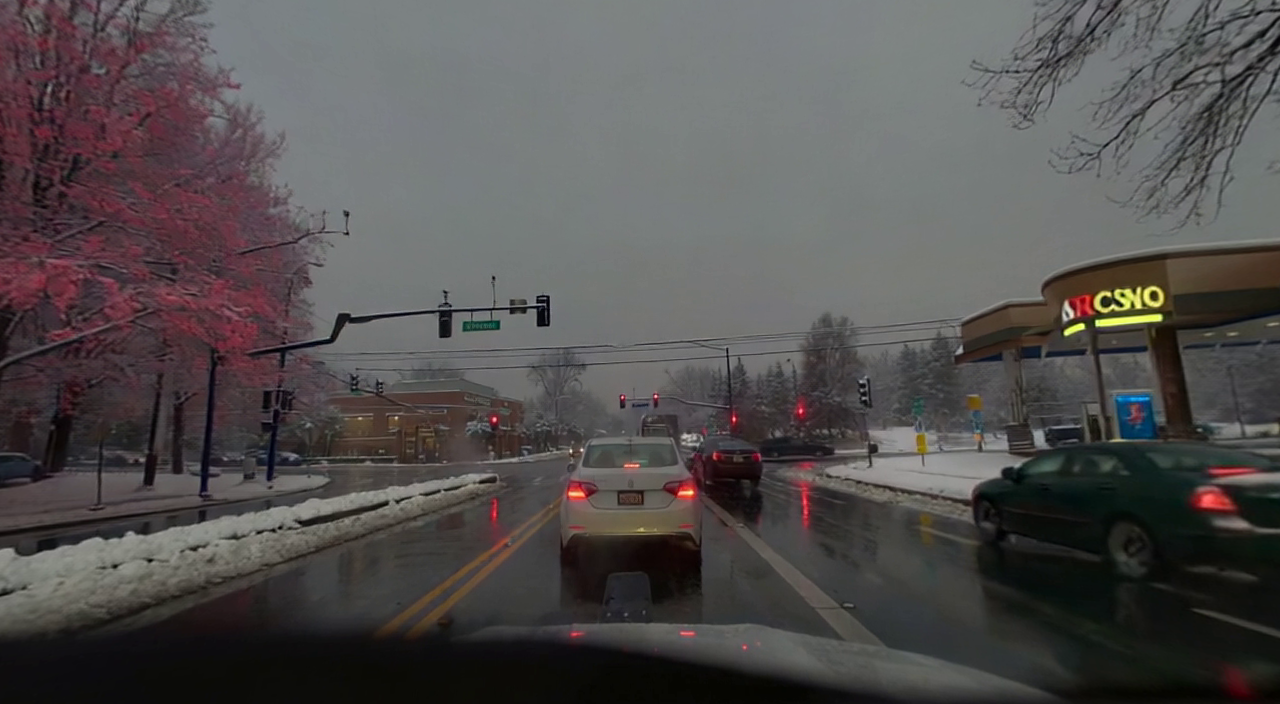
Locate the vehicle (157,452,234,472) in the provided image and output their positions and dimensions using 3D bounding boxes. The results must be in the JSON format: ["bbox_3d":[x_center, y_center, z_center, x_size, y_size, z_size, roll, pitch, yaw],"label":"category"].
[{"bbox_3d":[-33.257,8.232,47.228,4.466,1.438,1.837,-1,-8,5],"label":"vehicle"}]

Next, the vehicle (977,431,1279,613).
[{"bbox_3d":[6.233,1.753,7.551,1.942,1.511,4.390,0,-8,0],"label":"vehicle"}]

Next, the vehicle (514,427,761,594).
[{"bbox_3d":[-0.047,1.726,7.759,2.213,1.482,4.057,0,-8,-1],"label":"vehicle"}]

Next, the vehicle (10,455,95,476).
[{"bbox_3d":[-43.421,8.370,46.616,4.609,1.465,1.944,-1,-8,7],"label":"vehicle"}]

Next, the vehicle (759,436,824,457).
[{"bbox_3d":[11.583,7.245,48.288,4.458,1.510,1.947,-6,-10,33],"label":"vehicle"}]
